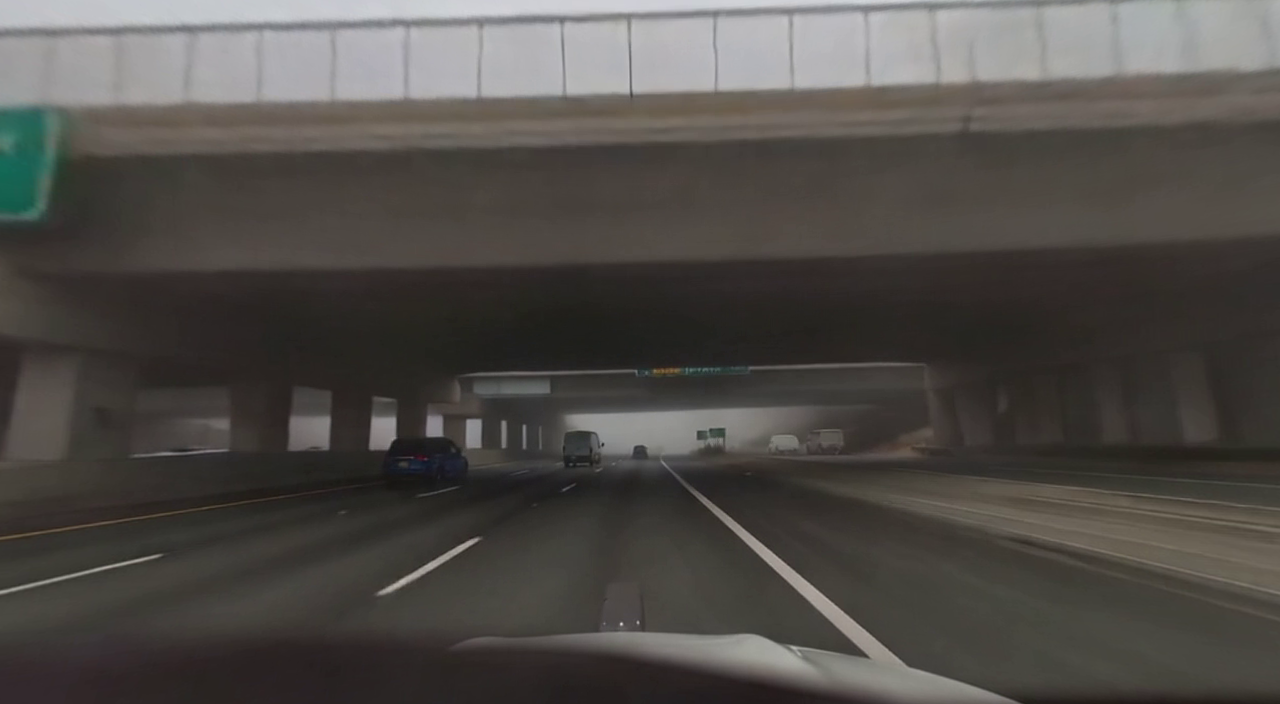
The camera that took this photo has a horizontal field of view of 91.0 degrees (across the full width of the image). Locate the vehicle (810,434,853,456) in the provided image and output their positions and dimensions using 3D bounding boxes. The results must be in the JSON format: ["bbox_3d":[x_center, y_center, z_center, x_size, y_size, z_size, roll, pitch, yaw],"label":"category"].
[{"bbox_3d":[14.344,6.993,47.393,1.896,1.518,4.417,0,-8,1],"label":"vehicle"}]

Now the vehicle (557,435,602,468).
[{"bbox_3d":[-3.592,5.998,38.100,2.144,1.847,4.850,0,-8,1],"label":"vehicle"}]

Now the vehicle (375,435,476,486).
[{"bbox_3d":[-7.869,4.003,23.607,2.092,1.712,4.627,0,-8,1],"label":"vehicle"}]
